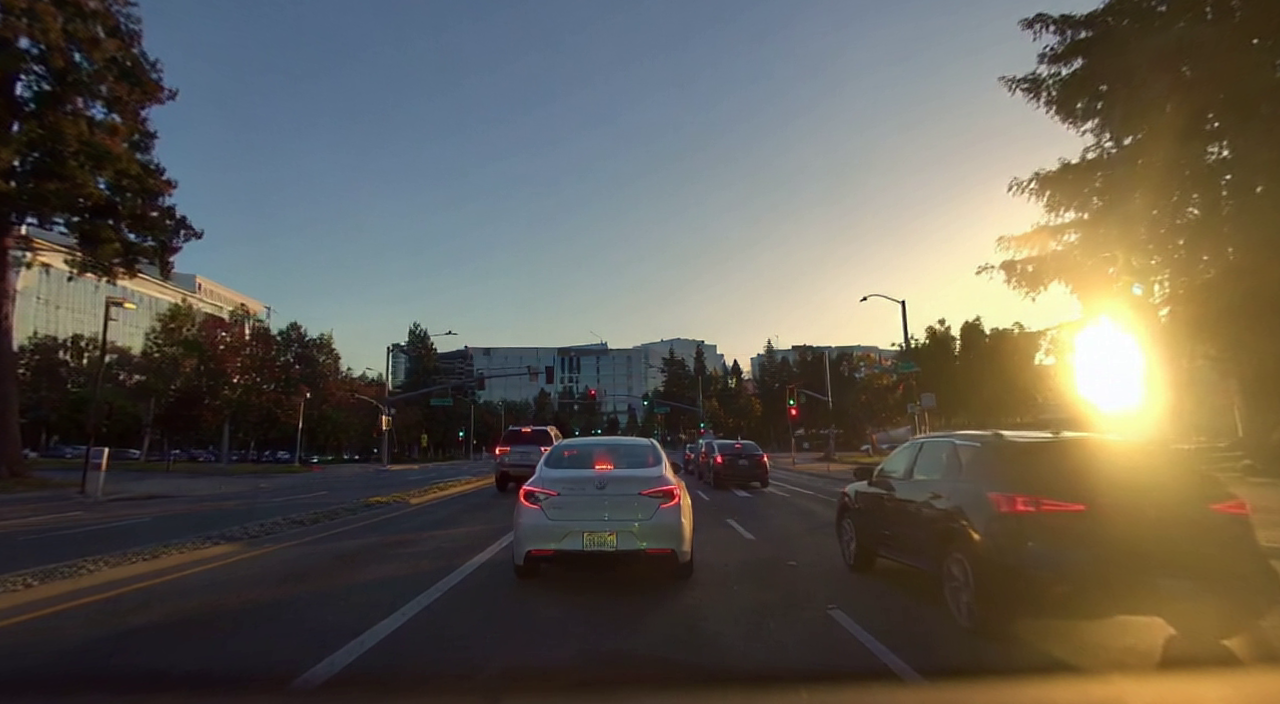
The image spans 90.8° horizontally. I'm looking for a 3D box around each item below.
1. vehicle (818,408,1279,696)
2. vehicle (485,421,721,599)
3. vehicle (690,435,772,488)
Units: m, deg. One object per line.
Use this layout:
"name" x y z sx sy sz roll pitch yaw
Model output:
"vehicle" 3.169 1.354 5.484 1.910 1.474 4.263 0 -9 -1
"vehicle" -0.348 1.613 7.222 2.006 1.487 3.535 0 -9 -1
"vehicle" 2.873 3.553 20.834 1.874 1.556 4.116 0 -9 -3
